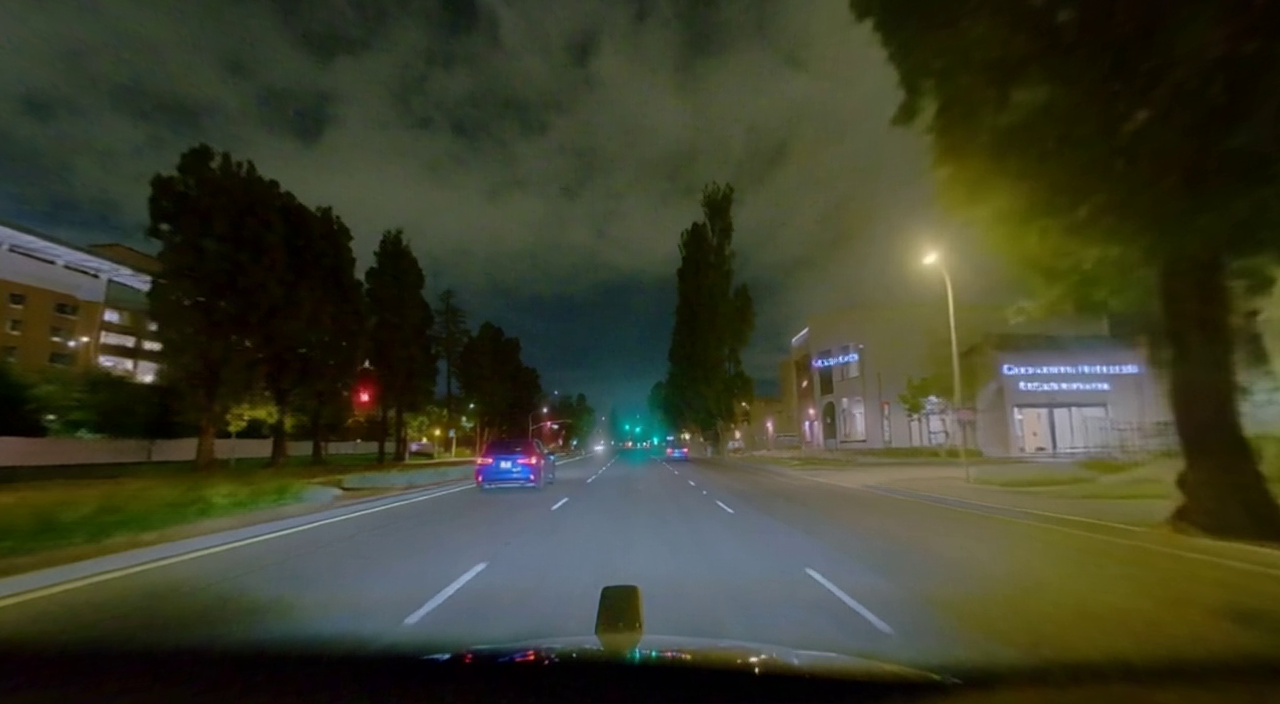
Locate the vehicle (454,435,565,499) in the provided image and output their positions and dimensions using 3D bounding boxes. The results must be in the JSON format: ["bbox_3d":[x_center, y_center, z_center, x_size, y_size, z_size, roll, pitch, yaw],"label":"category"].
[{"bbox_3d":[-3.293,2.985,16.829,2.005,1.477,4.169,0,-8,1],"label":"vehicle"}]
